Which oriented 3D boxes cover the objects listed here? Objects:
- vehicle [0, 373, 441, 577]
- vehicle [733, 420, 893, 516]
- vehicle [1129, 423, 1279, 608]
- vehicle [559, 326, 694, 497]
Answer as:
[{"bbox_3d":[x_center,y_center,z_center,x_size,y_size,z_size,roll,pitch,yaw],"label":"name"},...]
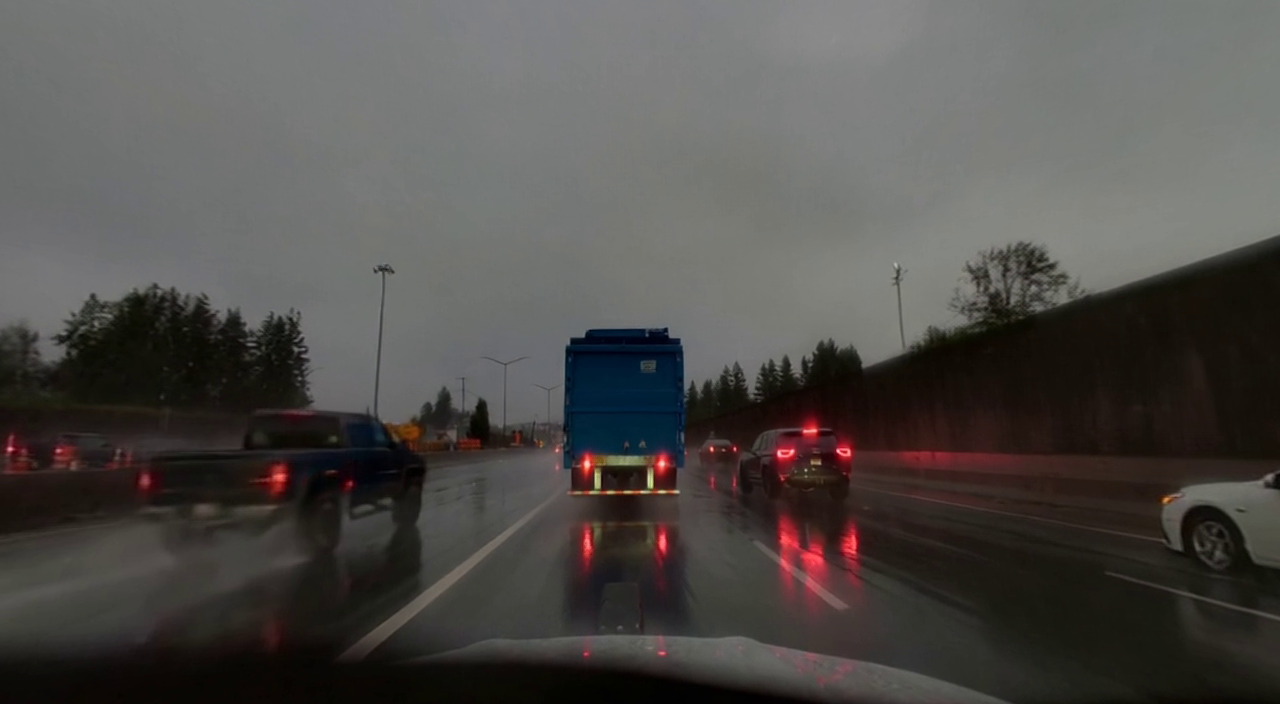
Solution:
[{"bbox_3d":[-5.119,1.626,9.152,2.421,1.965,5.980,0,-8,1],"label":"vehicle"},{"bbox_3d":[3.420,2.408,13.473,2.103,1.713,4.173,1,-9,-2],"label":"vehicle"},{"bbox_3d":[6.905,1.339,4.799,2.070,1.632,4.774,2,-9,-9],"label":"vehicle"},{"bbox_3d":[-0.462,2.093,19.601,3.067,3.940,10.154,1,-9,-2],"label":"vehicle"}]
